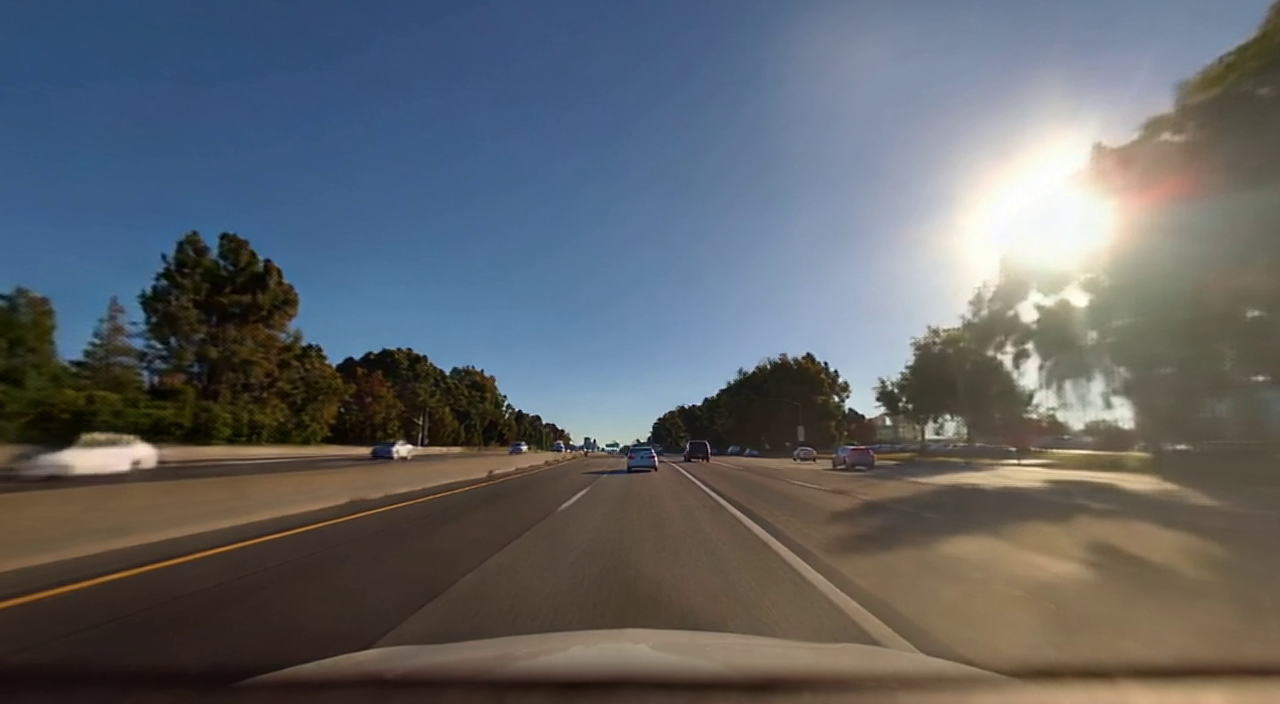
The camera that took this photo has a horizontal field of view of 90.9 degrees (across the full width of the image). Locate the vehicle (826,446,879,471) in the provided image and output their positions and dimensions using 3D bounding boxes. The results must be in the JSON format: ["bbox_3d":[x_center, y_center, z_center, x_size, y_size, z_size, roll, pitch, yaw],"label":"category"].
[{"bbox_3d":[13.411,6.720,40.071,1.872,1.459,4.502,0,-9,2],"label":"vehicle"}]

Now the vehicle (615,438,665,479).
[{"bbox_3d":[-0.039,4.784,28.658,2.105,1.711,4.293,0,-9,-1],"label":"vehicle"}]

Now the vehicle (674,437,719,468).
[{"bbox_3d":[3.875,7.010,44.276,2.505,2.020,5.532,0,-9,-1],"label":"vehicle"}]

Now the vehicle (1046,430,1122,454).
[{"bbox_3d":[34.846,7.105,49.572,4.402,1.637,1.847,2,-10,4],"label":"vehicle"}]

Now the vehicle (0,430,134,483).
[{"bbox_3d":[-21.941,3.867,23.600,2.021,1.772,4.697,0,-9,0],"label":"vehicle"}]
